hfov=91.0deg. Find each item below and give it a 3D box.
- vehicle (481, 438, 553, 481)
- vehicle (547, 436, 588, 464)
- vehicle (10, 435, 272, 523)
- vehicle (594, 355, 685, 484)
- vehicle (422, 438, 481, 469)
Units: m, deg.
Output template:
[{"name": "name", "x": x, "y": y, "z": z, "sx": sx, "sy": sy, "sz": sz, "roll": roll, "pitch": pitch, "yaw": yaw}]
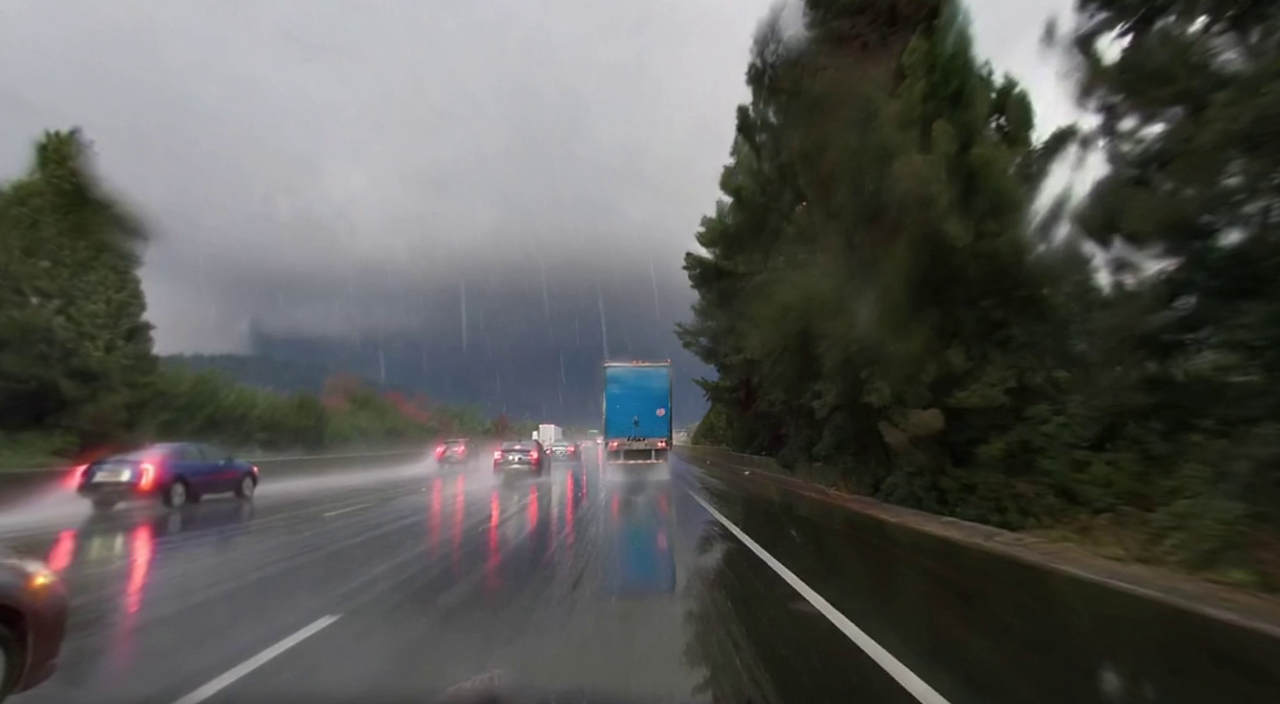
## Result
[{"name": "vehicle", "x": -4.864, "y": 4.281, "z": 25.458, "sx": 2.164, "sy": 1.582, "sz": 3.979, "roll": 0, "pitch": -8, "yaw": -1}, {"name": "vehicle", "x": -4.600, "y": 6.320, "z": 40.662, "sx": 2.158, "sy": 1.680, "sz": 4.087, "roll": 0, "pitch": -8, "yaw": 0}, {"name": "vehicle", "x": -10.062, "y": 2.547, "z": 13.322, "sx": 1.899, "sy": 1.517, "sz": 4.554, "roll": 0, "pitch": -8, "yaw": -2}, {"name": "vehicle", "x": -0.242, "y": 2.899, "z": 25.590, "sx": 2.913, "sy": 4.113, "sz": 10.724, "roll": 0, "pitch": -8, "yaw": -2}, {"name": "vehicle", "x": -10.310, "y": 5.584, "z": 34.778, "sx": 1.952, "sy": 1.590, "sz": 4.090, "roll": 0, "pitch": -8, "yaw": 0}]
